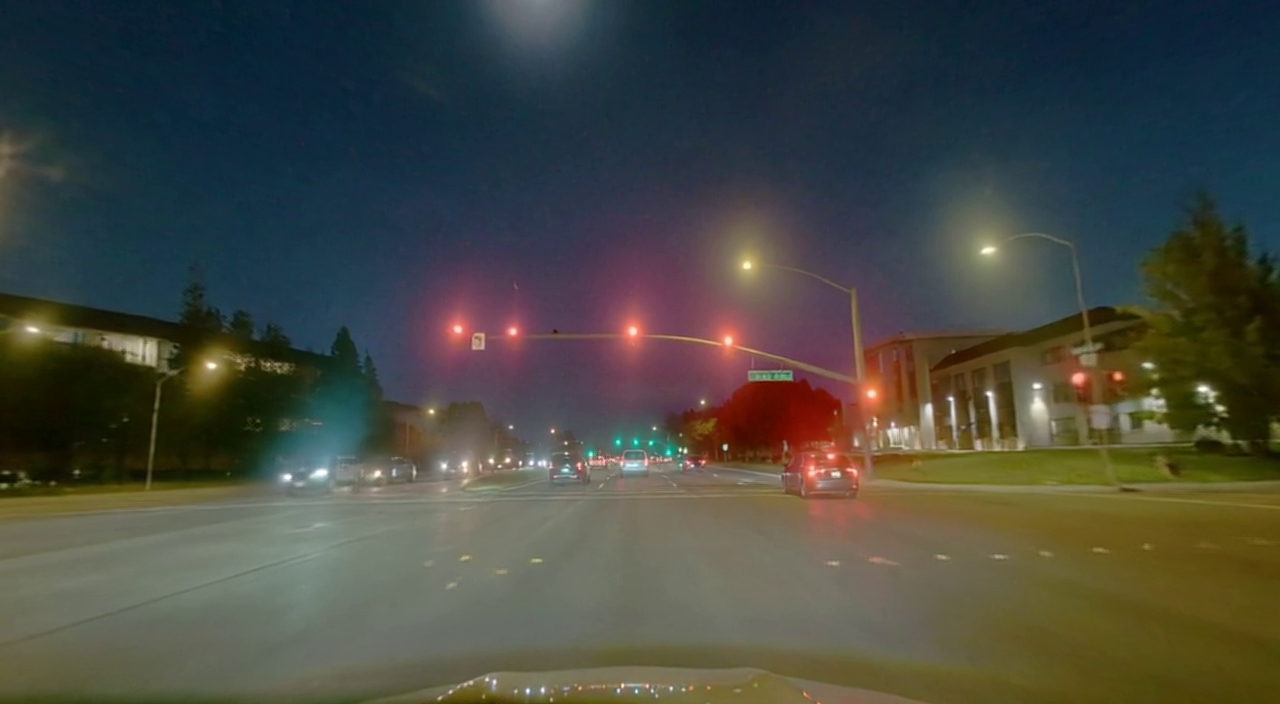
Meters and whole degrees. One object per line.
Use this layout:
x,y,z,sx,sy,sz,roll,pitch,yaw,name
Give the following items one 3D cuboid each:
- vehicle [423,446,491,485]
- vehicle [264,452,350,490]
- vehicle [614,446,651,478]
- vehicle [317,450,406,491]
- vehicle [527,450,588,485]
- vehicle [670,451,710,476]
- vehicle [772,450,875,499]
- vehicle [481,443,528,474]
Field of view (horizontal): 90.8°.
-8.972,5.558,31.331,1.929,1.492,4.430,-5,-7,1,vehicle
-16.395,5.857,31.364,1.923,1.663,4.400,0,-8,-1,vehicle
-0.375,6.282,36.306,2.008,1.716,4.125,0,-8,1,vehicle
-12.167,5.182,27.940,1.975,1.450,4.561,-5,-8,-1,vehicle
-3.701,5.263,29.125,2.163,1.474,4.413,0,-8,1,vehicle
3.033,6.828,39.021,2.014,1.430,4.103,0,-8,-2,vehicle
6.172,4.152,21.895,2.028,1.451,4.625,0,-8,-2,vehicle
-9.190,7.246,43.265,2.185,1.752,4.599,-4,-8,0,vehicle
